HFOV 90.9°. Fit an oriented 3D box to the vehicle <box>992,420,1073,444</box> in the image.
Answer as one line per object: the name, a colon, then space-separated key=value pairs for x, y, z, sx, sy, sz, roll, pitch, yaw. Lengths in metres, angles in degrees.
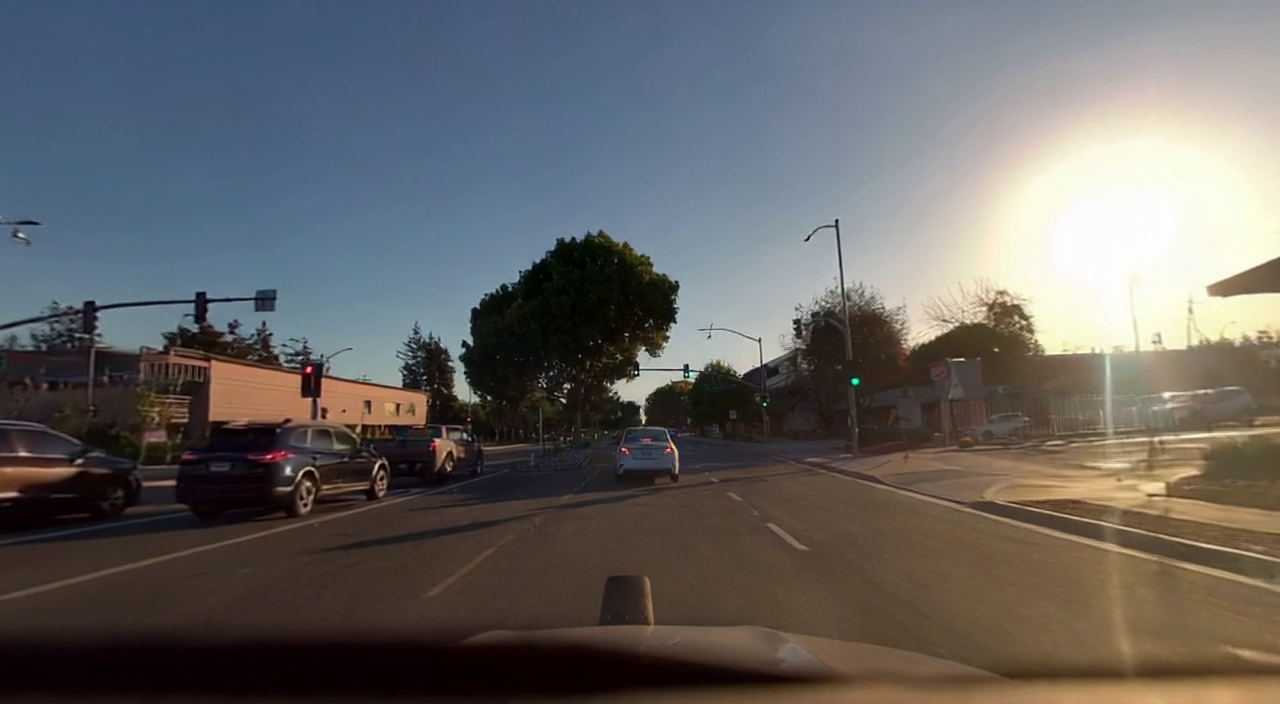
vehicle: x=25.835 y=5.301 z=41.660 sx=1.514 sy=1.408 sz=4.232 roll=-1 pitch=-6 yaw=-28

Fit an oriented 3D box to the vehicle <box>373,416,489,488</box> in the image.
vehicle: x=-6.594 y=3.237 z=20.655 sx=2.316 sy=2.014 sz=5.215 roll=-1 pitch=-8 yaw=-3

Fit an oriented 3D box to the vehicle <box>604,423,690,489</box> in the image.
vehicle: x=0.245 y=2.925 z=17.994 sx=2.197 sy=1.682 sz=3.642 roll=0 pitch=-8 yaw=2

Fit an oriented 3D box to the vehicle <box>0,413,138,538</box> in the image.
vehicle: x=-10.377 y=1.824 z=9.371 sx=2.051 sy=1.801 sz=4.370 roll=0 pitch=-8 yaw=2

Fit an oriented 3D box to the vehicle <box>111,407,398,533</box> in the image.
vehicle: x=-6.737 y=2.113 z=11.935 sx=2.111 sy=1.864 sz=4.932 roll=0 pitch=-8 yaw=3
